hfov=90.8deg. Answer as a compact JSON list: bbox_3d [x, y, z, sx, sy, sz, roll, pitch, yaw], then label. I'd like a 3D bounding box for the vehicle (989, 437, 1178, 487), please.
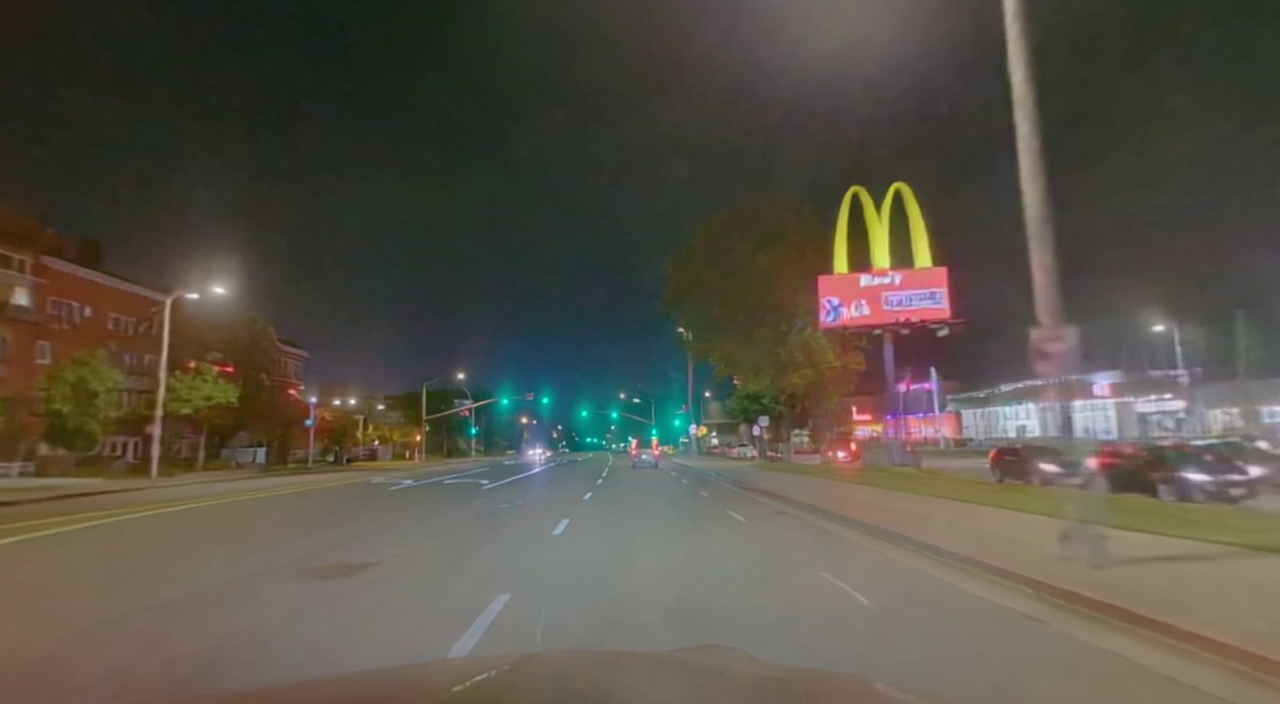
[{"bbox_3d":[13.836,3.434,19.876,4.602,1.461,1.899,1,-8,-5],"label":"vehicle"}]

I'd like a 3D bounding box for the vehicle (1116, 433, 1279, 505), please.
[{"bbox_3d":[13.883,2.613,14.425,4.395,1.497,1.975,0,-7,1],"label":"vehicle"}]

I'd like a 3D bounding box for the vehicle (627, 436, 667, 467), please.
[{"bbox_3d":[0.374,5.866,37.334,2.230,1.683,4.204,0,-8,0],"label":"vehicle"}]
